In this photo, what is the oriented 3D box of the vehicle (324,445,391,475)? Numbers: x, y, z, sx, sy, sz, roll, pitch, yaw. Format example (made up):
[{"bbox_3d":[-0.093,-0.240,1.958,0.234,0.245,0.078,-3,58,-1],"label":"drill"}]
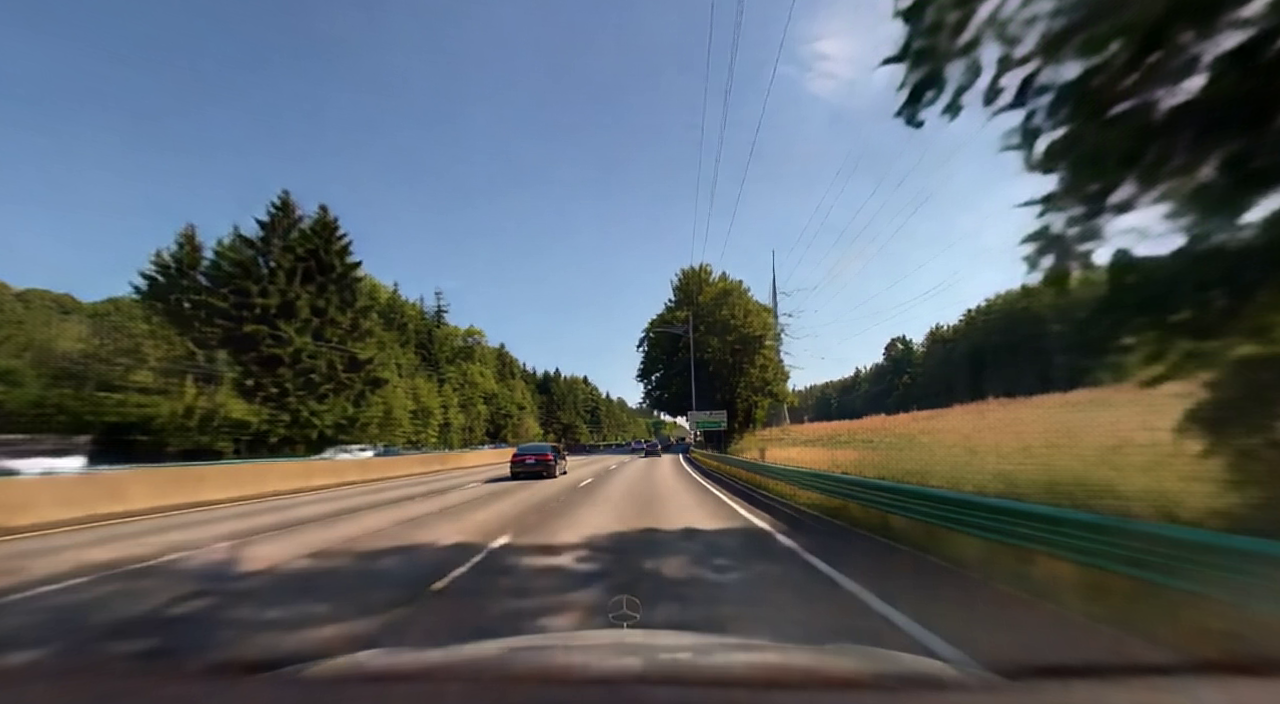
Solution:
[{"bbox_3d":[-15.474,5.910,34.709,1.698,1.451,4.135,0,-8,1],"label":"vehicle"}]

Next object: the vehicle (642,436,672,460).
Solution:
[{"bbox_3d":[1.331,7.367,48.592,2.176,1.725,4.182,0,-8,2],"label":"vehicle"}]

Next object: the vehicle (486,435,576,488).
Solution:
[{"bbox_3d":[-3.412,3.514,20.656,2.021,1.515,4.453,0,-8,2],"label":"vehicle"}]
